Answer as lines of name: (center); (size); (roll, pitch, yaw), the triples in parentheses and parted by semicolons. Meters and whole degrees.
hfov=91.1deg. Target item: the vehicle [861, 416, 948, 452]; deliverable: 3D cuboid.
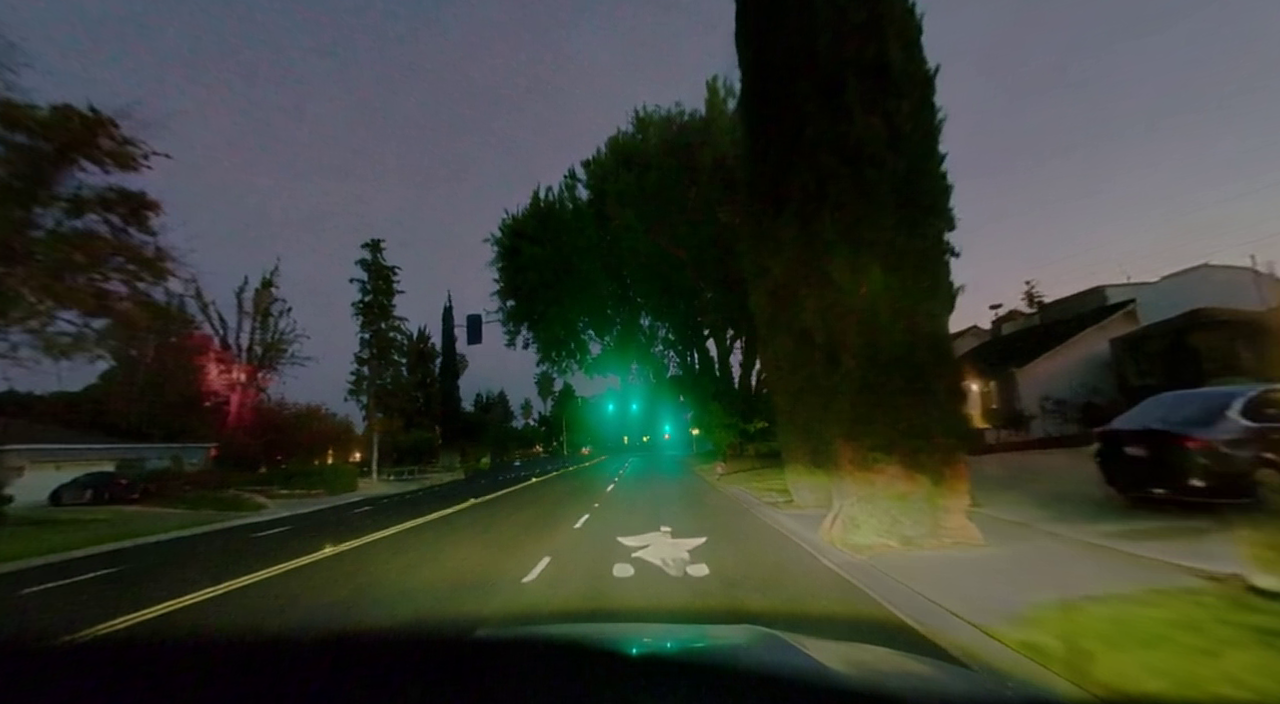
vehicle: (14.608, 4.560, 34.795); (3.917, 1.454, 1.725); (-7, -8, 0)

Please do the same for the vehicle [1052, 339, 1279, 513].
vehicle: (8.179, 1.003, 8.291); (4.636, 1.823, 1.997); (3, -9, -18)

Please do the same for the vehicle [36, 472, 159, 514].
vehicle: (-22.517, 5.847, 26.276); (1.847, 1.461, 3.659); (0, -8, 0)
